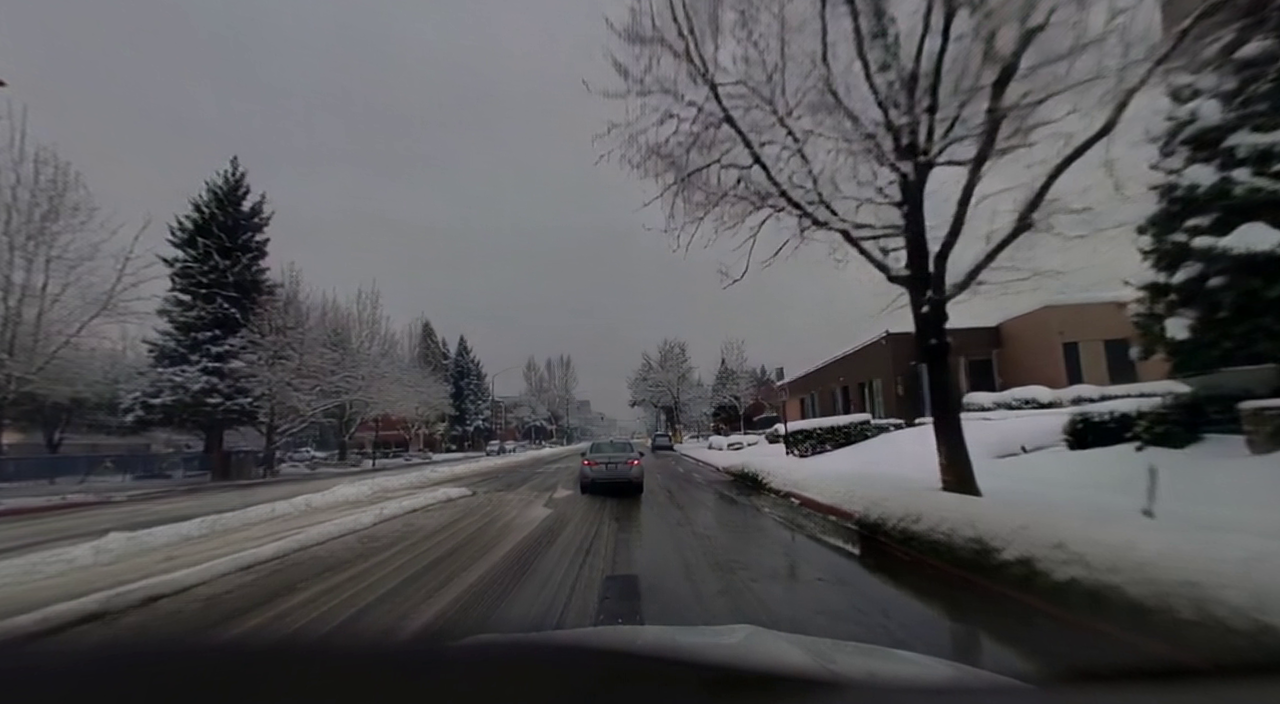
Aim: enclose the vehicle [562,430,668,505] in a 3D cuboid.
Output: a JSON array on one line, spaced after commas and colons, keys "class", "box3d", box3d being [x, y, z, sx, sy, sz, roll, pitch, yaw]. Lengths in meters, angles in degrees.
[{"class": "vehicle", "box3d": [-0.606, 2.651, 14.959, 2.116, 1.479, 4.358, 0, -8, -3]}]
